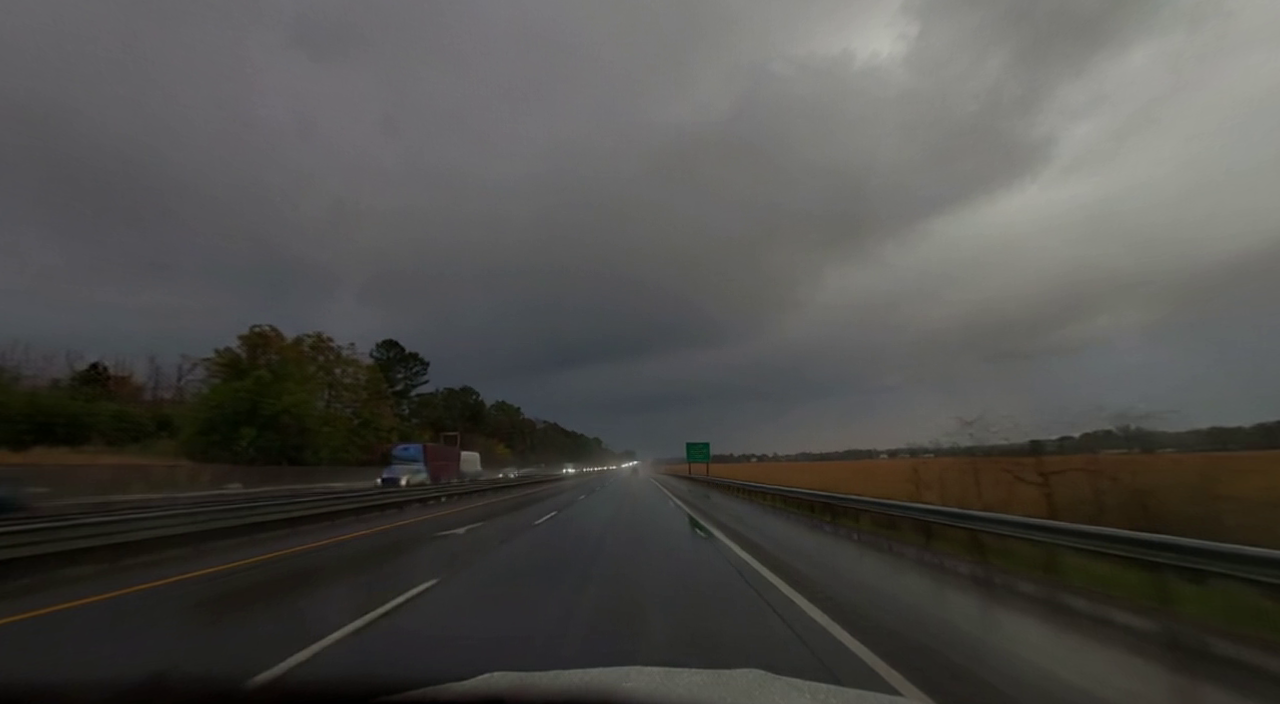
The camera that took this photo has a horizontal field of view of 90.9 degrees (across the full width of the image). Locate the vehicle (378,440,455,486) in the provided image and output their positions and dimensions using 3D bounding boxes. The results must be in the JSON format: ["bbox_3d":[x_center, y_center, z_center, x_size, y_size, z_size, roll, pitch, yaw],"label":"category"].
[{"bbox_3d":[-16.882,8.530,48.232,2.913,3.149,7.507,1,-10,1],"label":"vehicle"}]
